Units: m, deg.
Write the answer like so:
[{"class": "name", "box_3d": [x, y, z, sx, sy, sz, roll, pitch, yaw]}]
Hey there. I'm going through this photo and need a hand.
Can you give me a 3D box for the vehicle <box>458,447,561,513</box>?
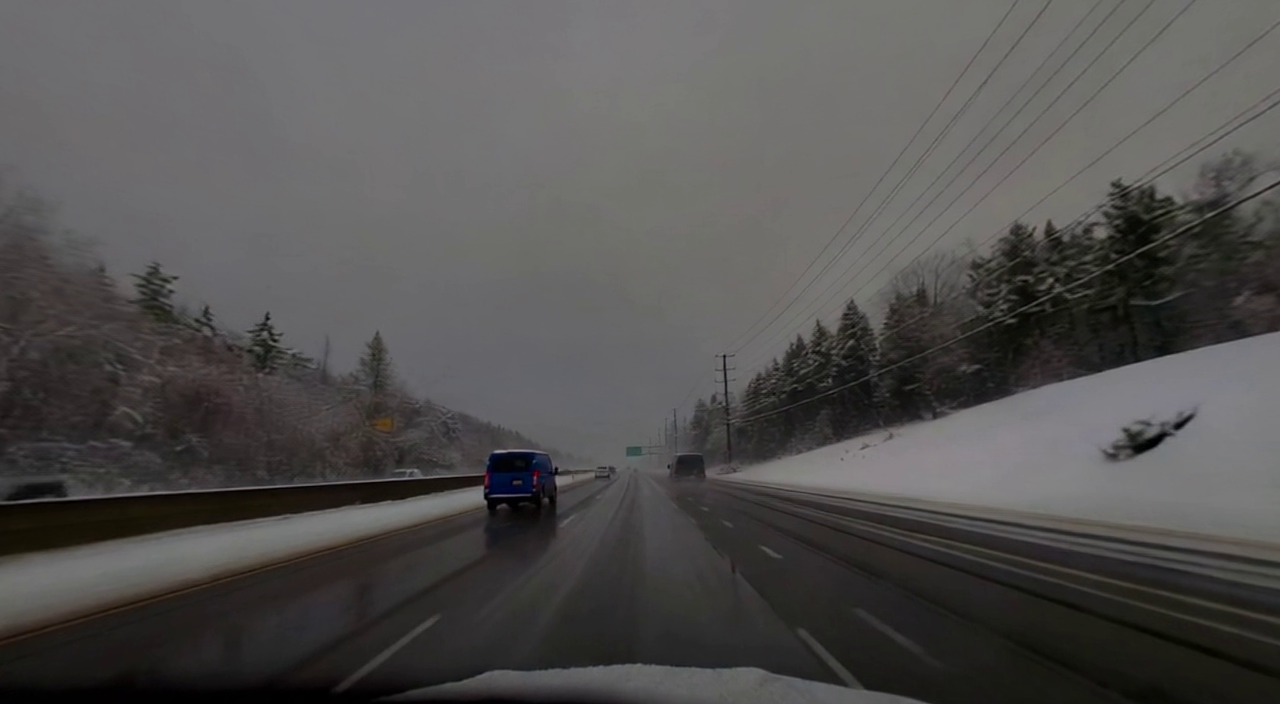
[{"class": "vehicle", "box_3d": [-3.845, 3.928, 19.580, 2.153, 1.756, 4.730, 1, -10, 0]}]
